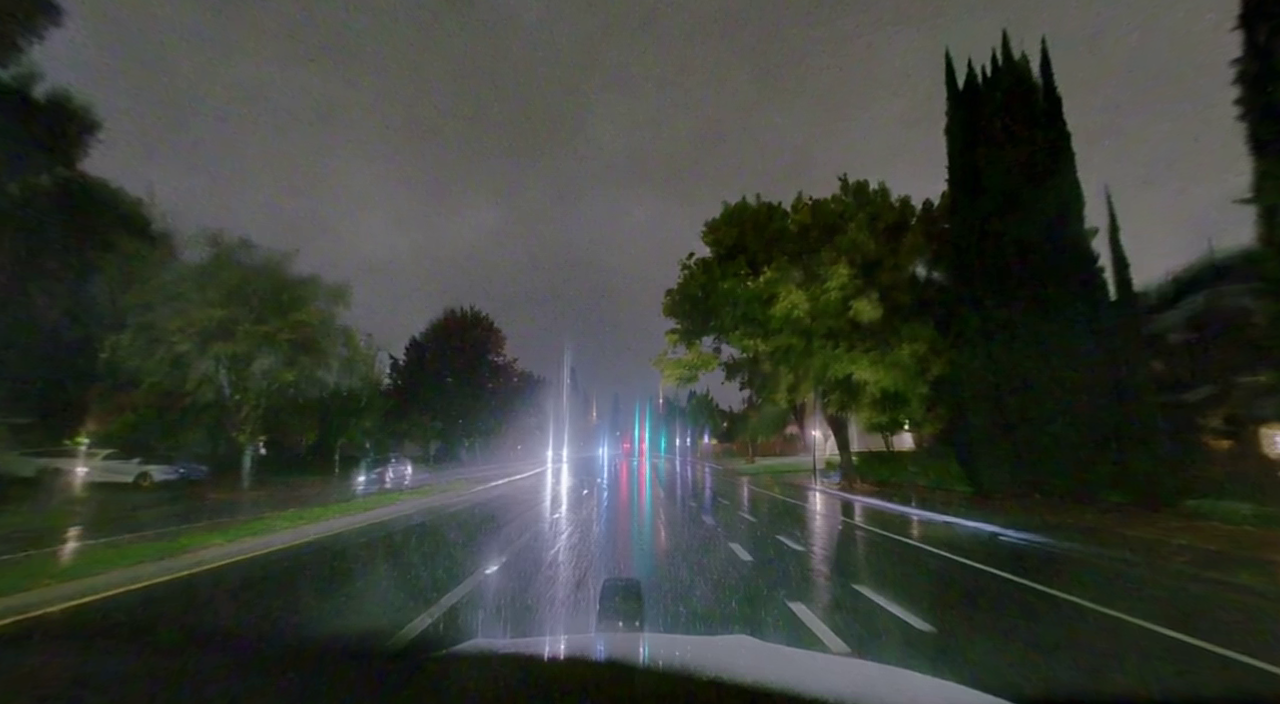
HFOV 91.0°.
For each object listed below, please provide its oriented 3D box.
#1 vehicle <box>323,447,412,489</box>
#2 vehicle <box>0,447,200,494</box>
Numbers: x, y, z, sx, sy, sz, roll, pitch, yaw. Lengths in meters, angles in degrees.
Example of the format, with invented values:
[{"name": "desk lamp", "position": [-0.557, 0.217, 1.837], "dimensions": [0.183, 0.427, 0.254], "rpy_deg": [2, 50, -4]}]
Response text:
[{"name": "vehicle", "position": [-12.358, 5.243, 28.911], "dimensions": [2.098, 1.740, 4.449], "rpy_deg": [0, -9, -1]}, {"name": "vehicle", "position": [-19.334, 4.251, 22.764], "dimensions": [5.009, 1.557, 2.264], "rpy_deg": [2, -9, -9]}]
